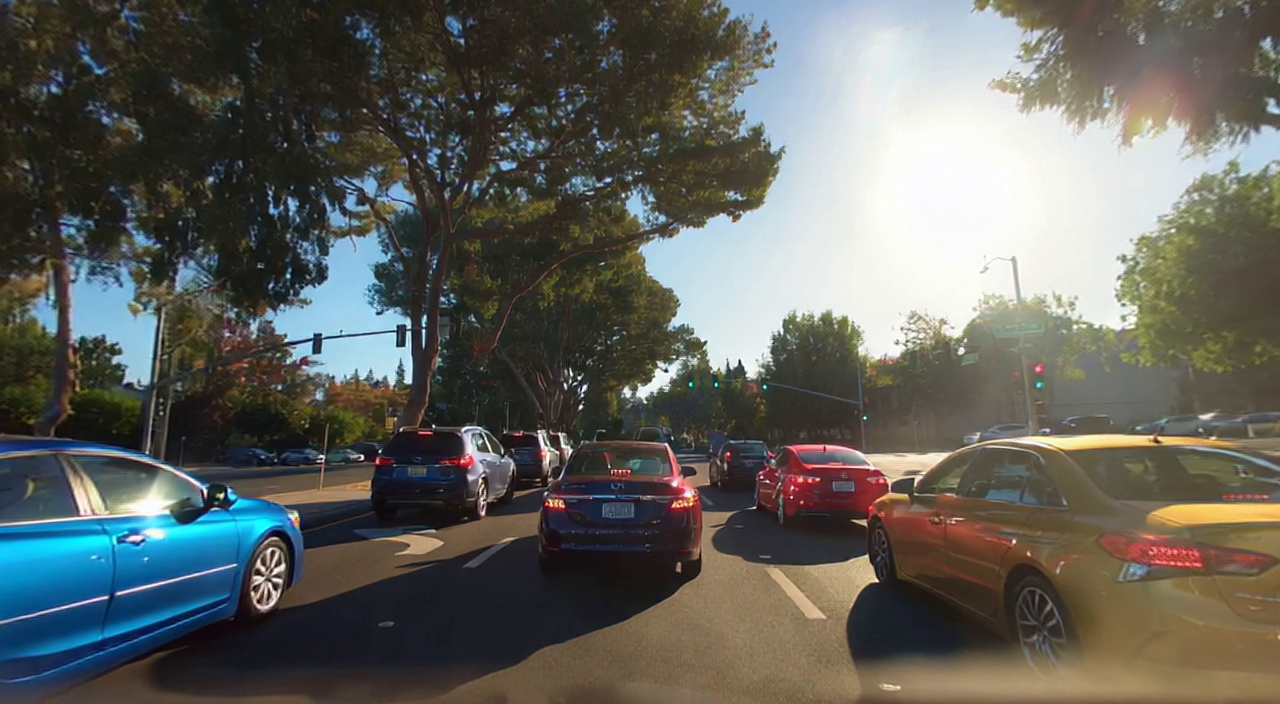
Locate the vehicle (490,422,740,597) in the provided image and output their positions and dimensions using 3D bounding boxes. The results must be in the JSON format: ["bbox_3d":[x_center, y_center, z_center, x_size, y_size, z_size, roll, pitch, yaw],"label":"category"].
[{"bbox_3d":[-0.253,1.641,7.402,2.147,1.479,3.803,0,-8,-1],"label":"vehicle"}]

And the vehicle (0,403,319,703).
[{"bbox_3d":[-3.645,1.022,3.004,1.935,1.482,4.433,0,-8,-1],"label":"vehicle"}]

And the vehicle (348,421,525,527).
[{"bbox_3d":[-3.726,2.313,12.484,1.961,1.714,4.268,0,-8,2],"label":"vehicle"}]

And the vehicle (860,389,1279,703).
[{"bbox_3d":[3.136,1.152,4.060,1.903,1.480,4.270,0,-8,0],"label":"vehicle"}]

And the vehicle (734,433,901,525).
[{"bbox_3d":[3.183,2.337,12.332,1.975,1.460,4.357,0,-8,0],"label":"vehicle"}]
